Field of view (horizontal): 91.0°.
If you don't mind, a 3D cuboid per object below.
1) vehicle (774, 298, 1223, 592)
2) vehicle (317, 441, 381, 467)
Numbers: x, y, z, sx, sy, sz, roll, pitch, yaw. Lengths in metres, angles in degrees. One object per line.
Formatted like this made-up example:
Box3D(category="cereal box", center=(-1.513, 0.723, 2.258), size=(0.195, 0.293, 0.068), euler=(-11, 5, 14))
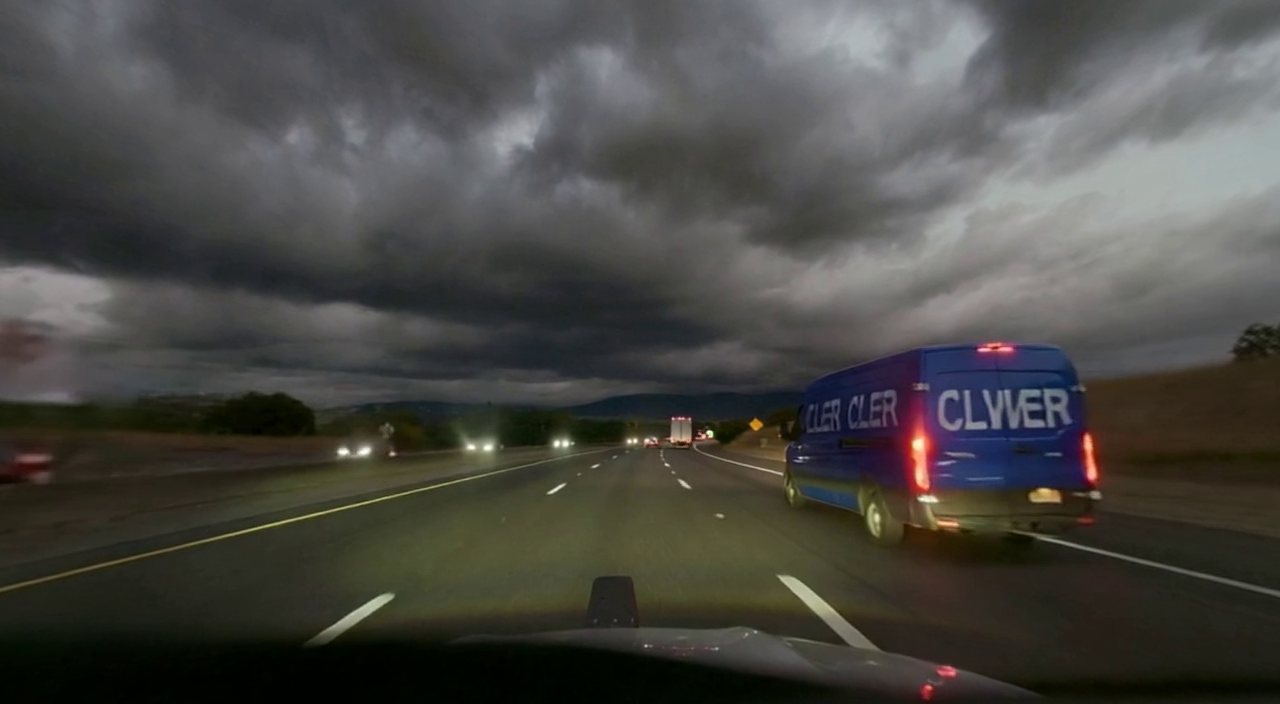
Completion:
Box3D(category="vehicle", center=(3.727, 1.173, 8.339), size=(2.485, 2.562, 5.535), euler=(0, -8, -2))
Box3D(category="vehicle", center=(-18.330, 6.425, 39.914), size=(1.910, 1.510, 4.516), euler=(-1, -8, 0))
